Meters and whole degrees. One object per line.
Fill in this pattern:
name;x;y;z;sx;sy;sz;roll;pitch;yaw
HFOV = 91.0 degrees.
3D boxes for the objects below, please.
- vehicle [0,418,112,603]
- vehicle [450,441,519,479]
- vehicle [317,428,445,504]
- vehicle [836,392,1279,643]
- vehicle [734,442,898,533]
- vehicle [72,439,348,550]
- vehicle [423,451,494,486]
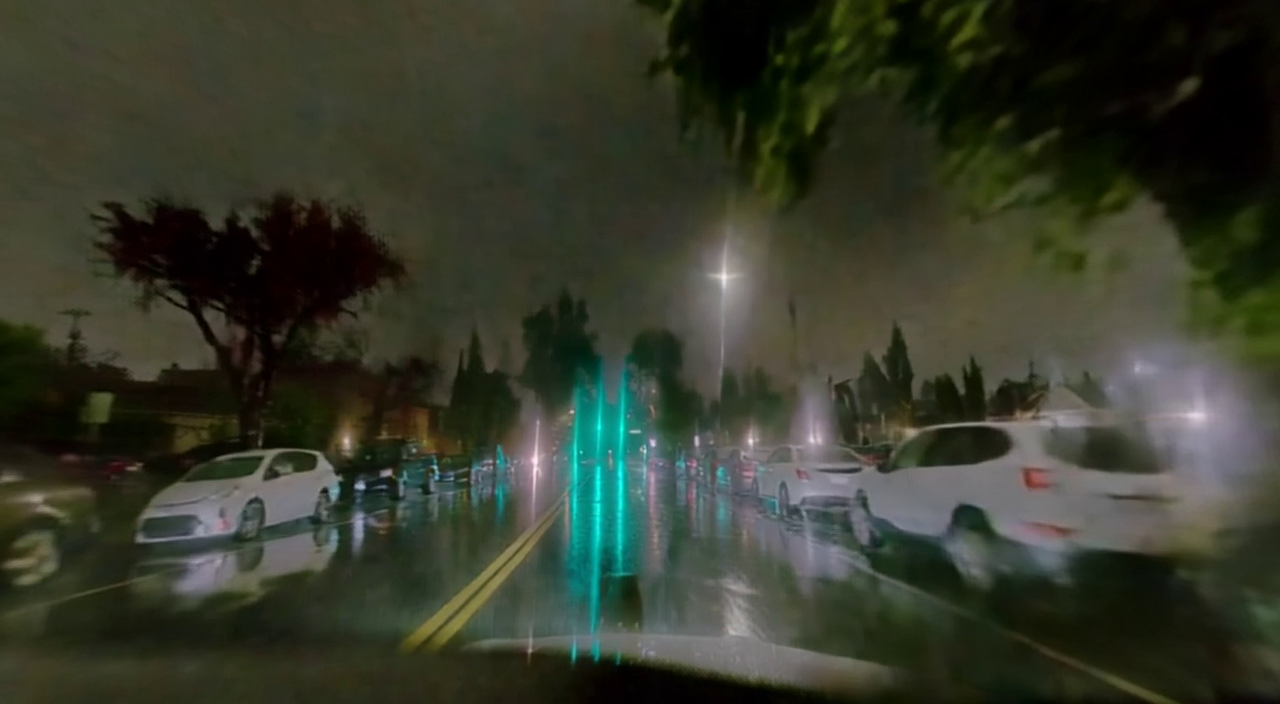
vehicle;-7.448;1.415;5.083;2.072;1.840;5.197;-2;-10;-4
vehicle;-8.768;6.178;36.261;2.613;1.959;5.843;0;-9;-1
vehicle;-8.260;3.683;20.752;2.146;2.167;5.339;0;-9;-3
vehicle;4.090;1.556;6.980;2.071;1.781;4.737;0;-9;-3
vehicle;3.397;2.709;13.235;2.009;1.547;4.574;0;-9;-2
vehicle;-7.730;2.571;12.143;2.055;1.663;4.889;0;-9;-3
vehicle;-8.405;5.416;29.617;2.057;1.486;4.759;0;-9;-2
